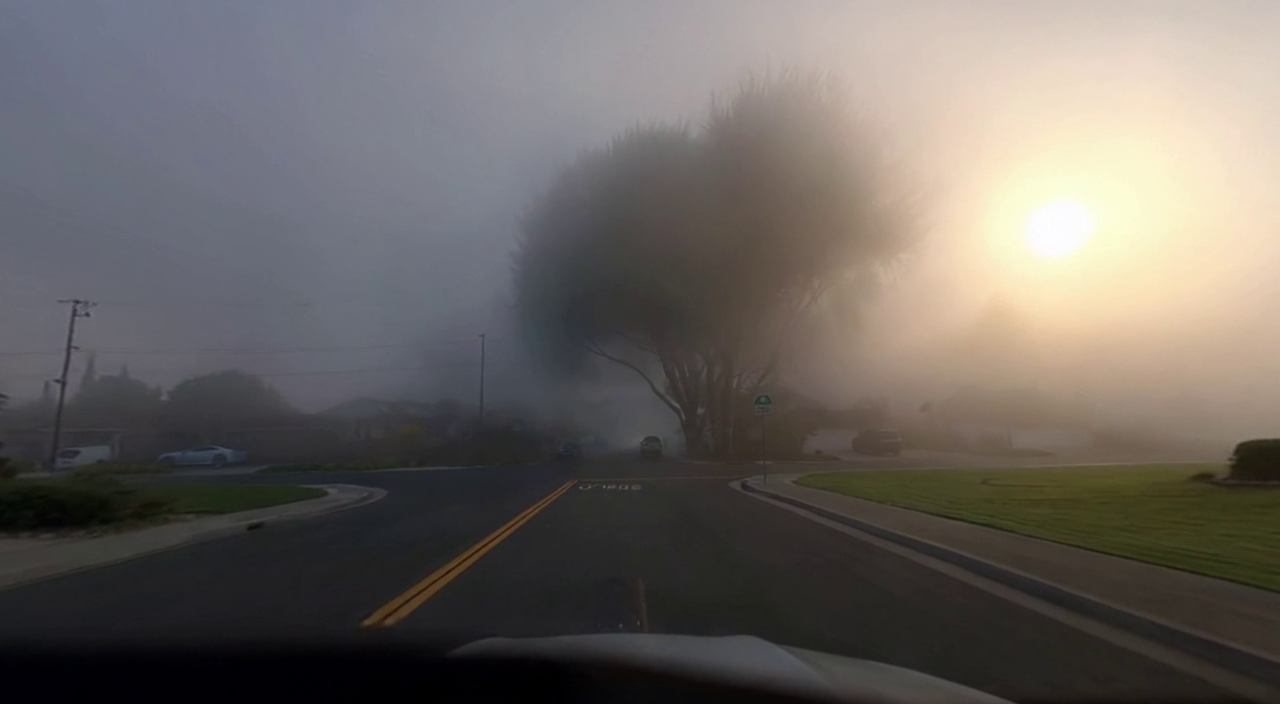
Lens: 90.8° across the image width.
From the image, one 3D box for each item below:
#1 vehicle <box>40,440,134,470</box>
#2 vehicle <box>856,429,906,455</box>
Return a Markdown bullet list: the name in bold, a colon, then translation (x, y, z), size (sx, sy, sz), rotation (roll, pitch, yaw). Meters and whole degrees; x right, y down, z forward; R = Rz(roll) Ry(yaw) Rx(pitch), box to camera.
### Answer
- **vehicle**: translation (-37.265, 6.924, 42.770), size (2.016, 1.908, 4.814), rotation (0, -9, -1)
- **vehicle**: translation (18.156, 6.747, 47.771), size (2.001, 1.750, 4.673), rotation (0, -6, 1)
